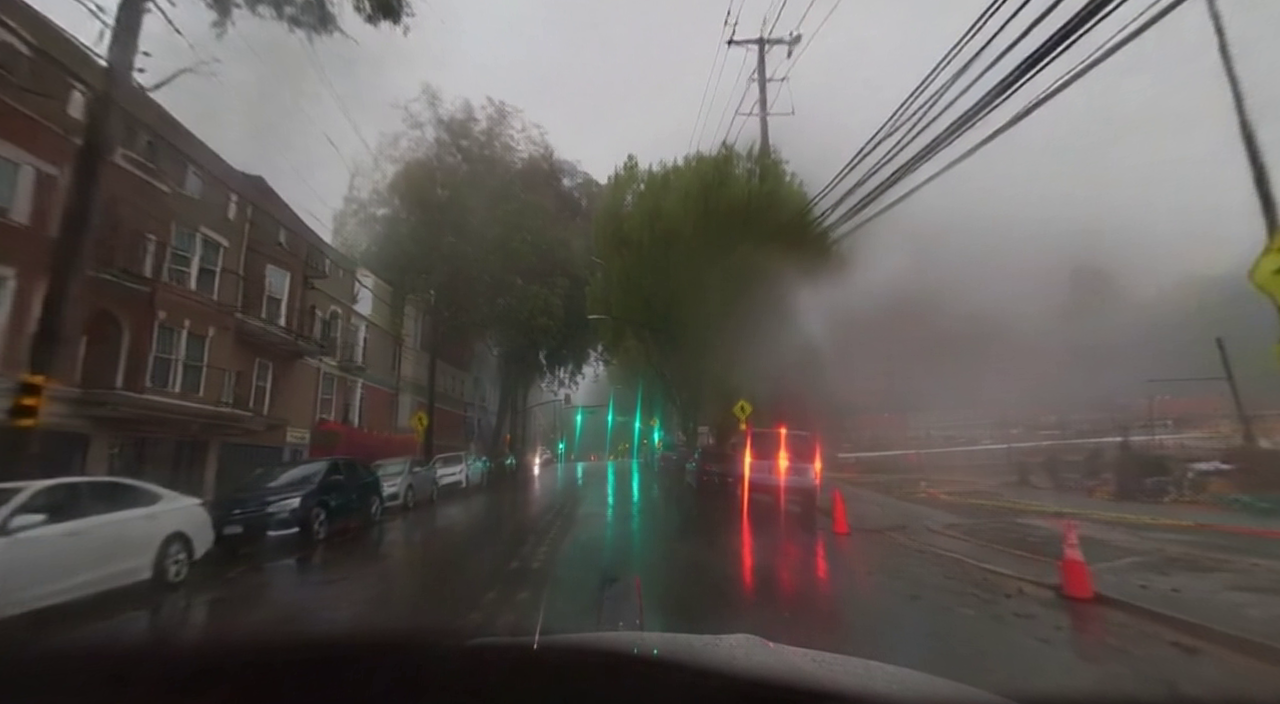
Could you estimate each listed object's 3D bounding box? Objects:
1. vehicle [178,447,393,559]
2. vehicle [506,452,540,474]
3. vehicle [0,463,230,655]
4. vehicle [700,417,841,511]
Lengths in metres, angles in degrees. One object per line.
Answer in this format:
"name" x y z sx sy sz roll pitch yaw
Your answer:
"vehicle" -6.385 2.677 12.055 1.996 1.695 4.127 1 -8 -6
"vehicle" -8.417 7.994 45.639 1.968 1.450 4.271 0 -8 -4
"vehicle" -6.125 1.833 5.835 1.967 1.483 4.347 1 -13 -4
"vehicle" 2.835 2.766 14.909 1.994 1.857 4.393 1 -14 -5
